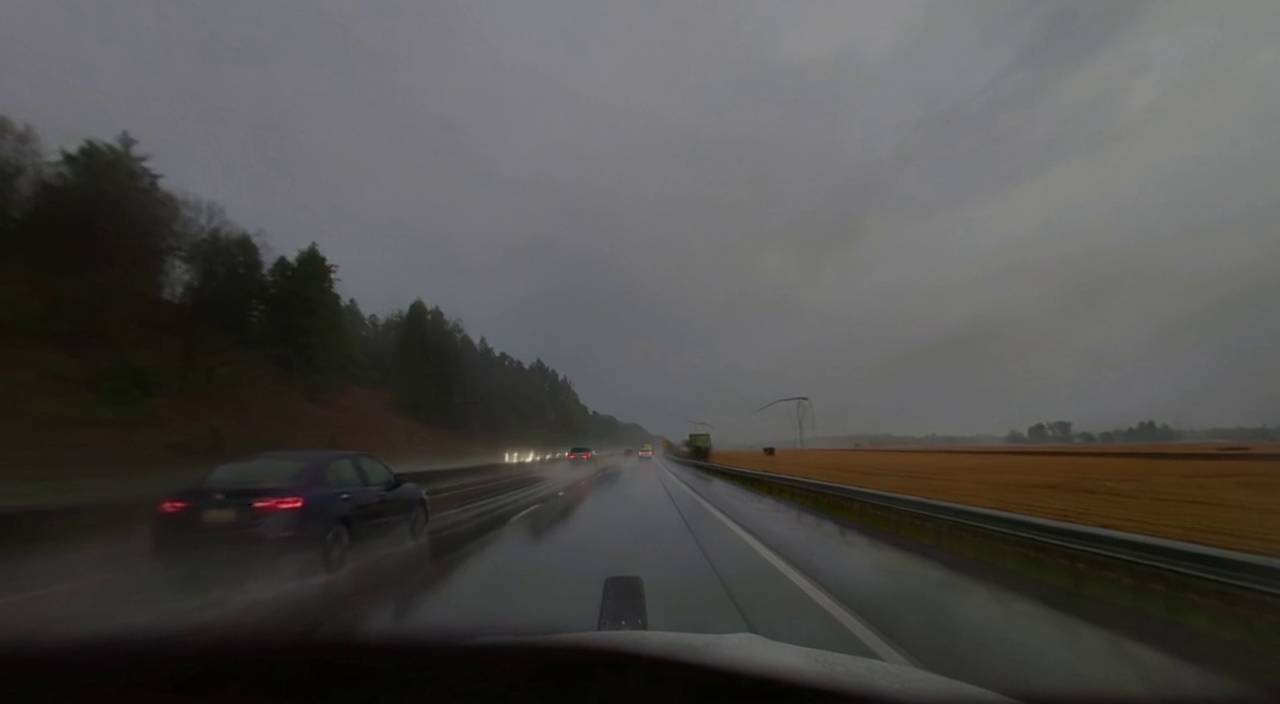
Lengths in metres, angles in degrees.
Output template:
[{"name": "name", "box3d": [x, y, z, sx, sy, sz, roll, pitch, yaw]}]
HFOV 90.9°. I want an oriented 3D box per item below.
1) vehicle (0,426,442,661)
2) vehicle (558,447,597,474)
[{"name": "vehicle", "box3d": [-3.598, 1.556, 6.155, 1.970, 1.483, 4.097, 0, -9, 0]}, {"name": "vehicle", "box3d": [-4.051, 7.117, 41.638, 2.095, 1.664, 4.305, 0, -9, 0]}]
